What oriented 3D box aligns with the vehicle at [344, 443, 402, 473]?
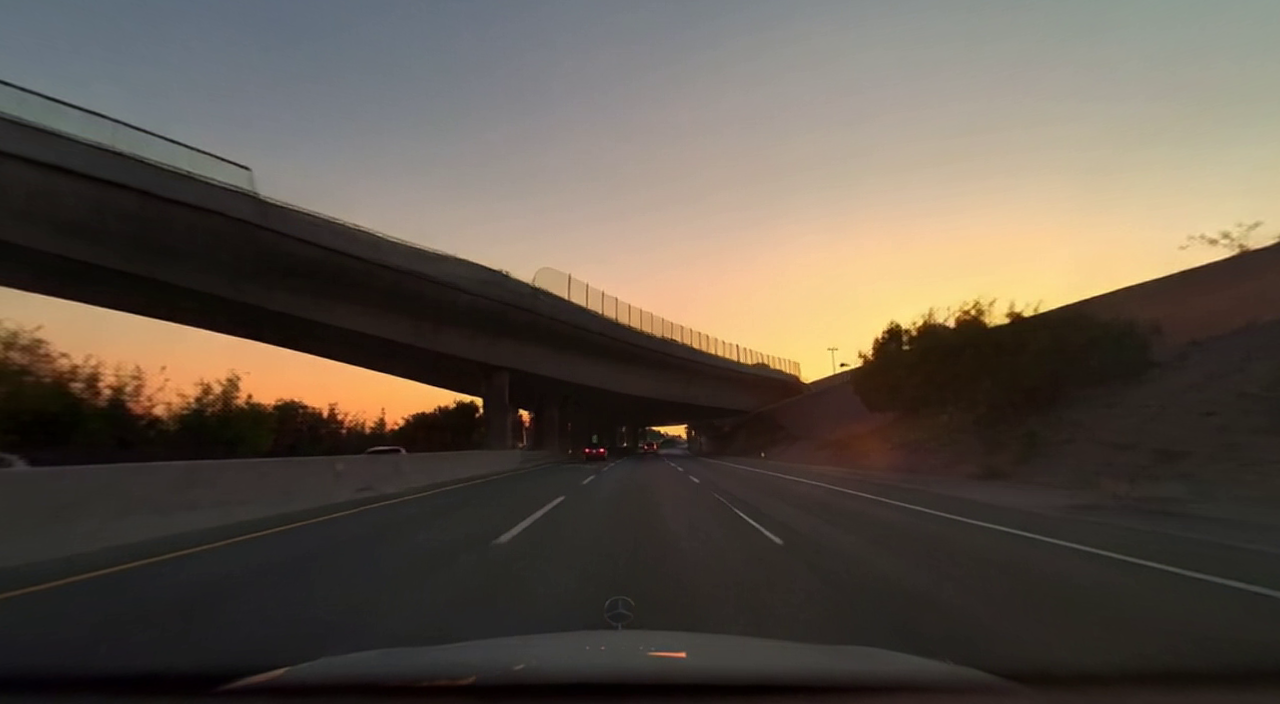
[{"bbox_3d":[-16.406,6.522,38.858,1.815,1.684,4.105,0,-9,-1],"label":"vehicle"}]
